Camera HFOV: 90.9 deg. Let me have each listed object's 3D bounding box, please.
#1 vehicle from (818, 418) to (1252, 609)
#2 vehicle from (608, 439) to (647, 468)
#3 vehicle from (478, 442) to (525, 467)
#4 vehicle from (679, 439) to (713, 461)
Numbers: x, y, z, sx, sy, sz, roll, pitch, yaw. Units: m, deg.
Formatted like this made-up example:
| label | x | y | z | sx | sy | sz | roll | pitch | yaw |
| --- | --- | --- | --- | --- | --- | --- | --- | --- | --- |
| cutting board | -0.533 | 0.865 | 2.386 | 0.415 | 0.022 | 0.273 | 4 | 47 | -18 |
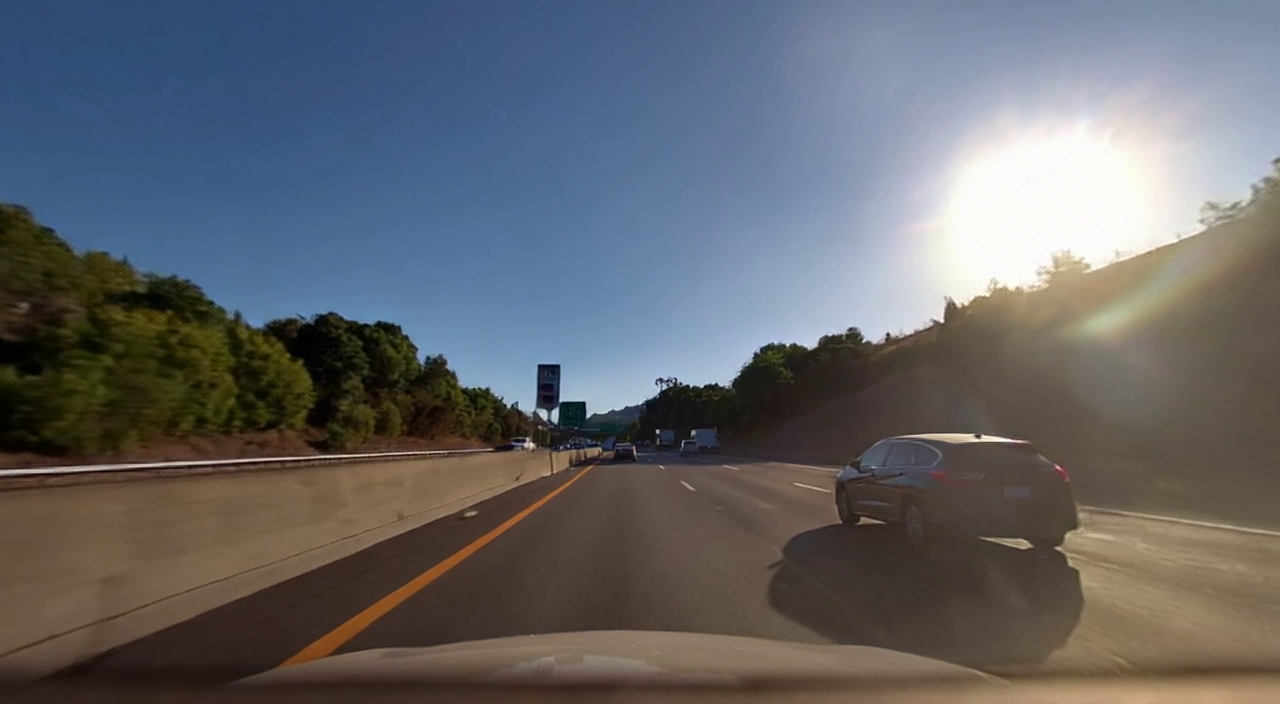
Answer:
| label | x | y | z | sx | sy | sz | roll | pitch | yaw |
| --- | --- | --- | --- | --- | --- | --- | --- | --- | --- |
| vehicle | 3.819 | 1.607 | 7.429 | 1.961 | 1.495 | 4.743 | 0 | -8 | -1 |
| vehicle | -0.702 | 5.675 | 35.520 | 2.055 | 1.466 | 4.317 | 0 | -8 | -1 |
| vehicle | -8.849 | 6.590 | 40.726 | 2.017 | 1.504 | 4.505 | 0 | -8 | 0 |
| vehicle | 4.021 | 7.105 | 45.908 | 1.995 | 1.556 | 3.893 | 0 | -8 | -2 |
